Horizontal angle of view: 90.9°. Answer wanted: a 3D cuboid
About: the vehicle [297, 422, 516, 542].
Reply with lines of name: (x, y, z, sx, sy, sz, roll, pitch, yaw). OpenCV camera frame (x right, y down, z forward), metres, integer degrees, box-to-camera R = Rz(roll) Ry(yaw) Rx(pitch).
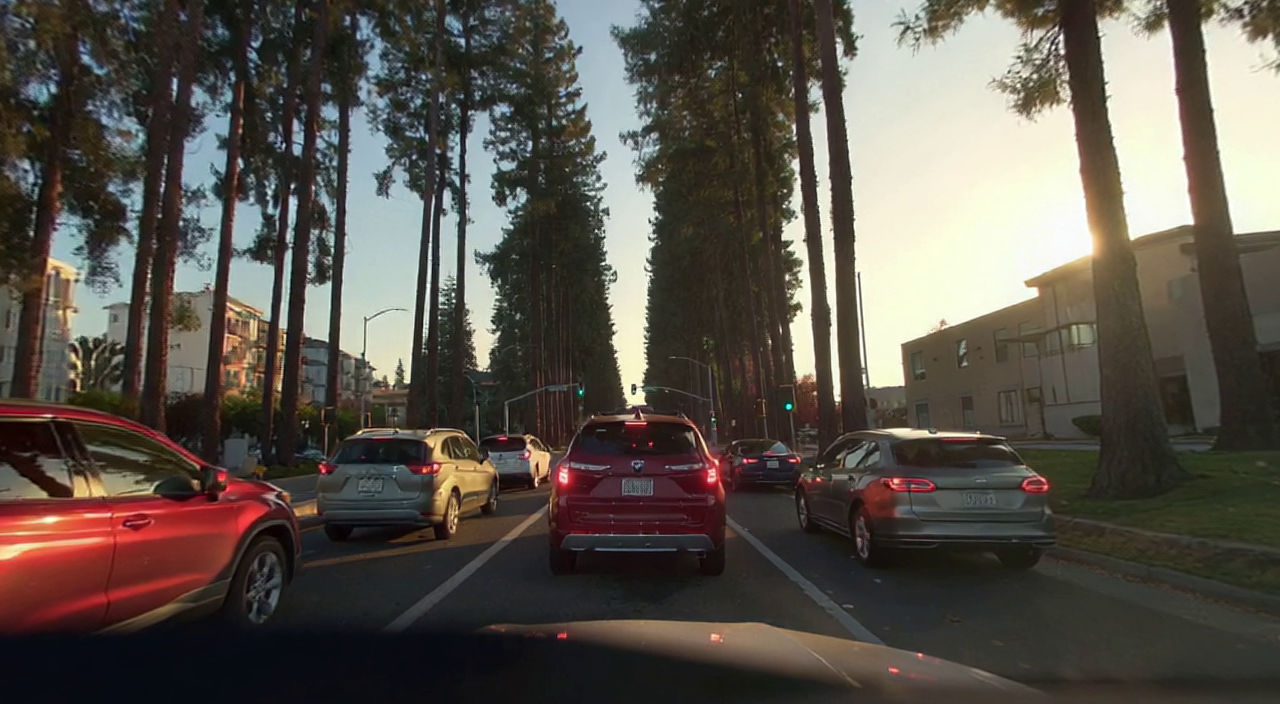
vehicle: (-3.662, 2.117, 10.918, 2.042, 1.641, 4.314, 0, -8, 1)

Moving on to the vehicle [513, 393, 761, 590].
vehicle: (-0.010, 1.535, 7.695, 2.193, 1.744, 4.033, 0, -8, 1)

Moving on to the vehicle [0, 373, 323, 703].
vehicle: (-3.782, 0.995, 3.298, 1.929, 1.641, 4.193, 0, -8, 2)

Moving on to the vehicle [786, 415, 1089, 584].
vehicle: (3.255, 1.668, 7.862, 1.922, 1.579, 3.642, 0, -8, -1)
